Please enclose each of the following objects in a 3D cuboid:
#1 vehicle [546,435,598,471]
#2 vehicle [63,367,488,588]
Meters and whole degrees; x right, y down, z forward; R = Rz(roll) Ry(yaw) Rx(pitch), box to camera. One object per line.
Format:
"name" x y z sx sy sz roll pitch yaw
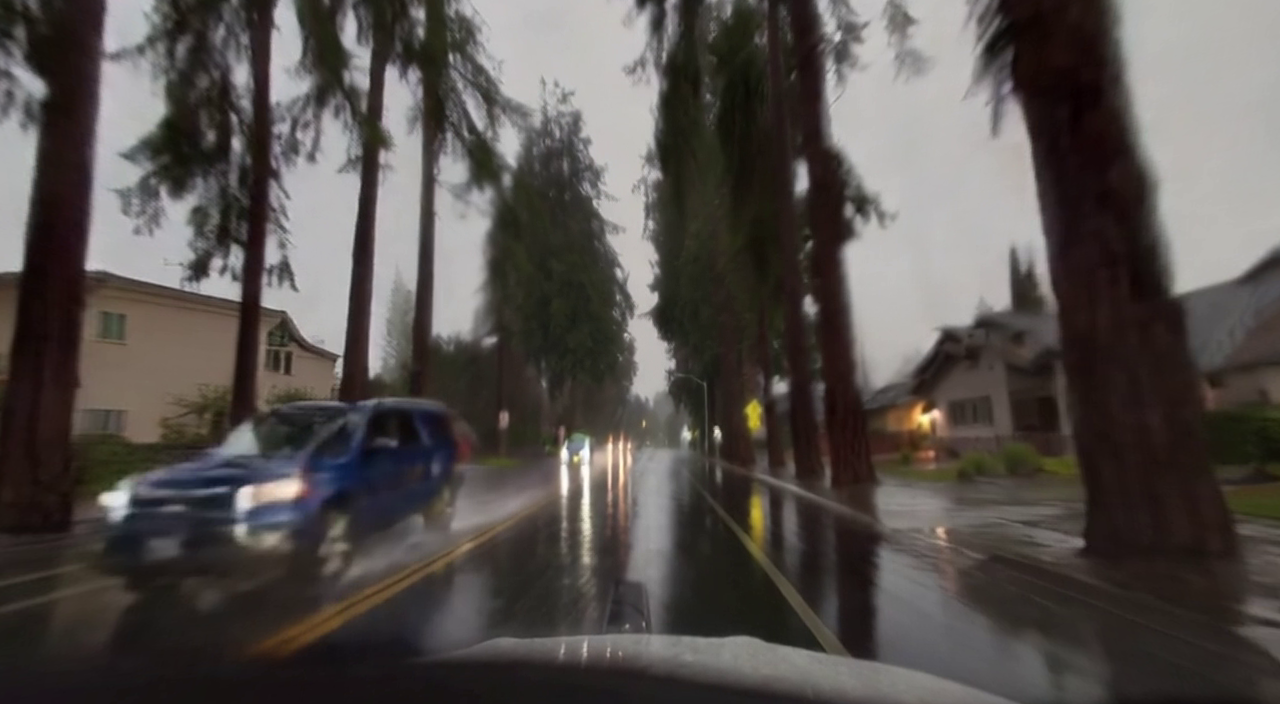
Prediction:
"vehicle" -3.597 5.470 34.263 2.172 1.793 4.696 0 -8 2
"vehicle" -4.184 1.601 8.961 2.417 2.088 5.780 0 -8 2
